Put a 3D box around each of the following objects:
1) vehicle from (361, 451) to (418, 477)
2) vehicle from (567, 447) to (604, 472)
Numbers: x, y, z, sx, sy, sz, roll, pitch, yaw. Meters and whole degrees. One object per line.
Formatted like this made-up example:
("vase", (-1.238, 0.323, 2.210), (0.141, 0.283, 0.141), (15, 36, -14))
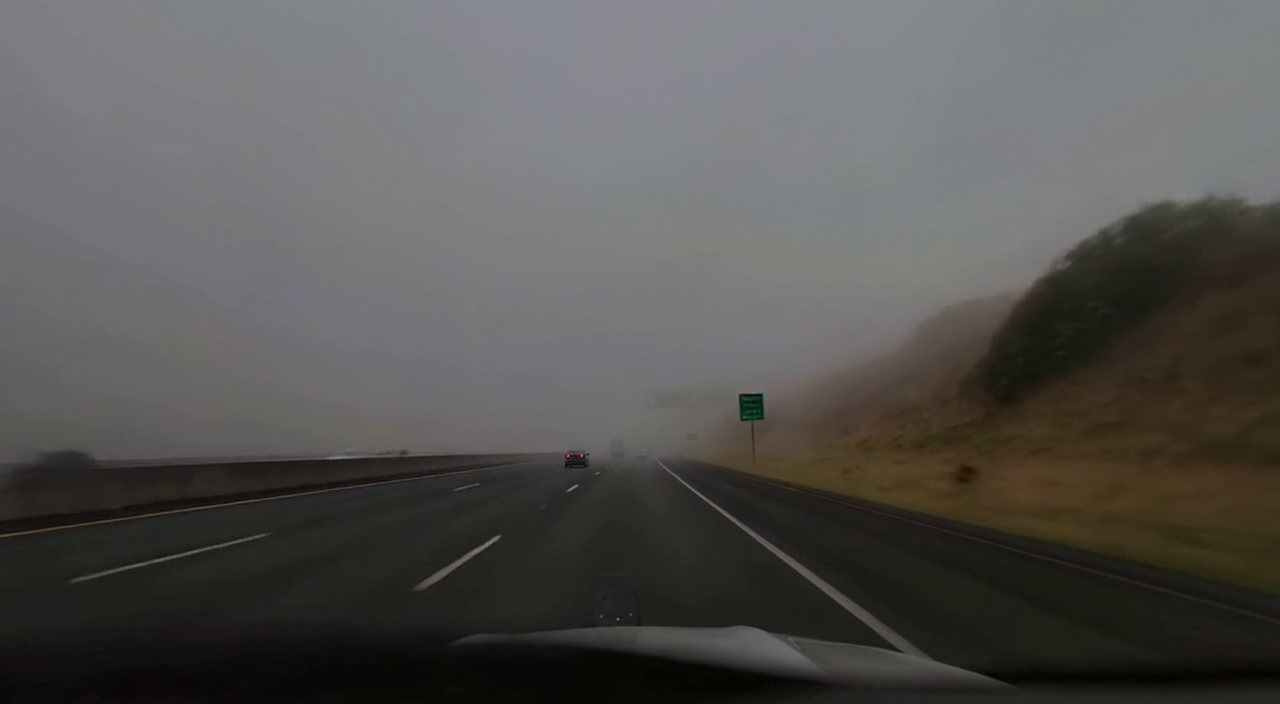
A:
("vehicle", (-15.224, 6.821, 38.365), (1.827, 1.490, 3.910), (0, -9, 1))
("vehicle", (-3.342, 6.662, 38.973), (1.895, 1.482, 3.852), (0, -9, 1))
